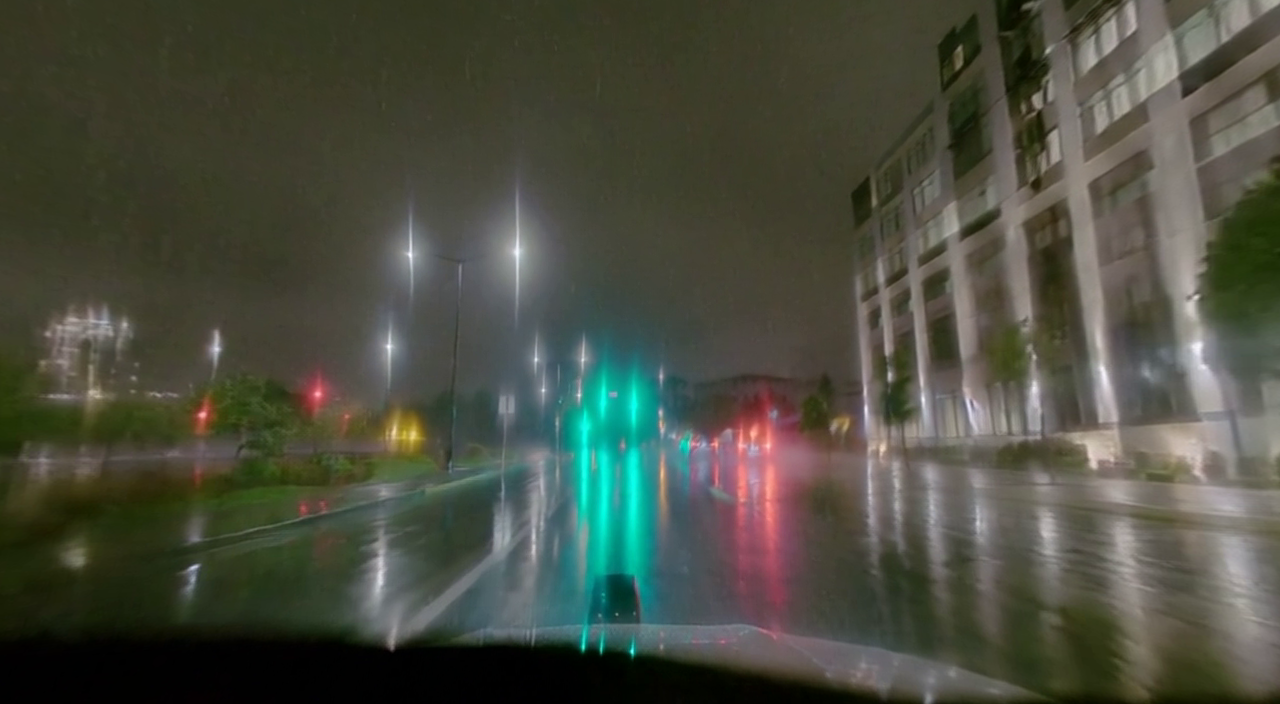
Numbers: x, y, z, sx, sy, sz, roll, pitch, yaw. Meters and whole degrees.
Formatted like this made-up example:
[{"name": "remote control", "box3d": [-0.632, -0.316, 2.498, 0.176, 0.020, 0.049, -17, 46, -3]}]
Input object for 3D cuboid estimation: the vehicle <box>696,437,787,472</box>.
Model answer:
[{"name": "vehicle", "box3d": [4.697, 4.676, 29.022, 3.844, 1.524, 1.847, 5, -9, -31]}]
